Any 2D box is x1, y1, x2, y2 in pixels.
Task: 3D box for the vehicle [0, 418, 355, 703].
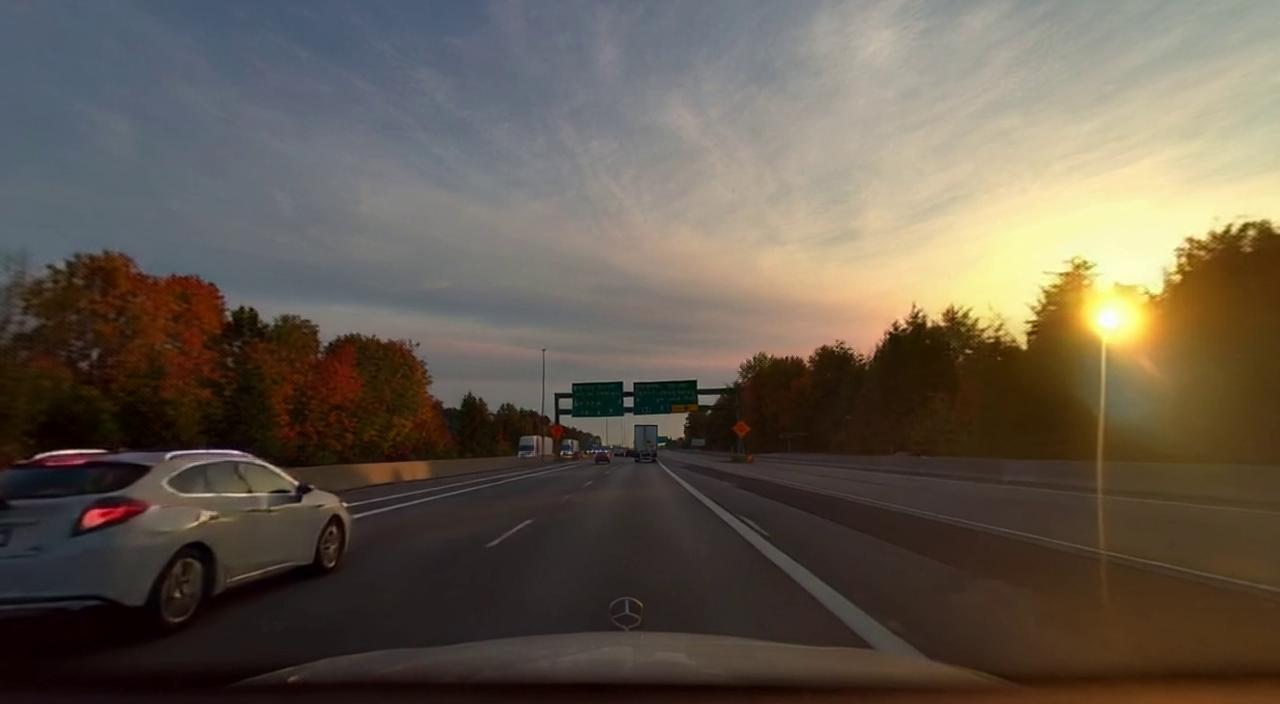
[{"bbox_3d":[-4.215,1.364,5.023,1.945,1.488,4.043,0,-9,0],"label":"vehicle"}]
